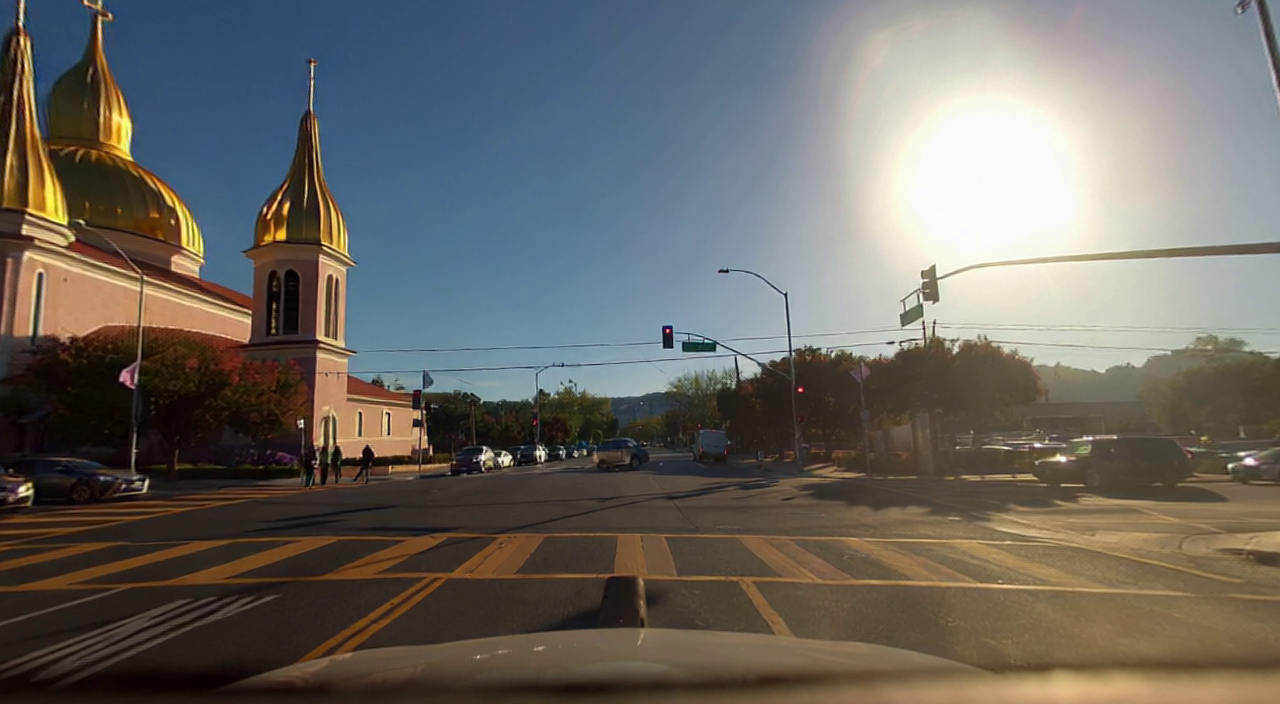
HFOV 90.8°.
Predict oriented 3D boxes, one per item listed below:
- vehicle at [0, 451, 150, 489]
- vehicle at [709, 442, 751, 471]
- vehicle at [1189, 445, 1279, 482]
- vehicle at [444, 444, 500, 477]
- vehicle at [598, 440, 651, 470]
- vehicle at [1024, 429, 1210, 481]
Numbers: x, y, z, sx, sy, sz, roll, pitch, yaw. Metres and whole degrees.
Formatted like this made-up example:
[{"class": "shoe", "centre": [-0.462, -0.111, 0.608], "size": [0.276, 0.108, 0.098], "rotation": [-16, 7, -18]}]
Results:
[{"class": "vehicle", "centre": [-23.355, 4.871, 26.221], "size": [4.479, 1.476, 1.873], "rotation": [0, -8, 1]}, {"class": "vehicle", "centre": [5.833, 6.854, 41.508], "size": [1.969, 1.776, 4.329], "rotation": [0, -8, -2]}, {"class": "vehicle", "centre": [26.384, 4.674, 26.677], "size": [4.561, 1.475, 1.850], "rotation": [0, -8, 0]}, {"class": "vehicle", "centre": [-10.230, 6.616, 38.948], "size": [2.076, 1.876, 4.669], "rotation": [0, -8, 1]}, {"class": "vehicle", "centre": [-0.858, 6.242, 38.438], "size": [2.051, 1.724, 4.567], "rotation": [-2, -9, 14]}, {"class": "vehicle", "centre": [19.877, 4.301, 26.574], "size": [5.852, 2.057, 2.361], "rotation": [0, -8, 0]}]
